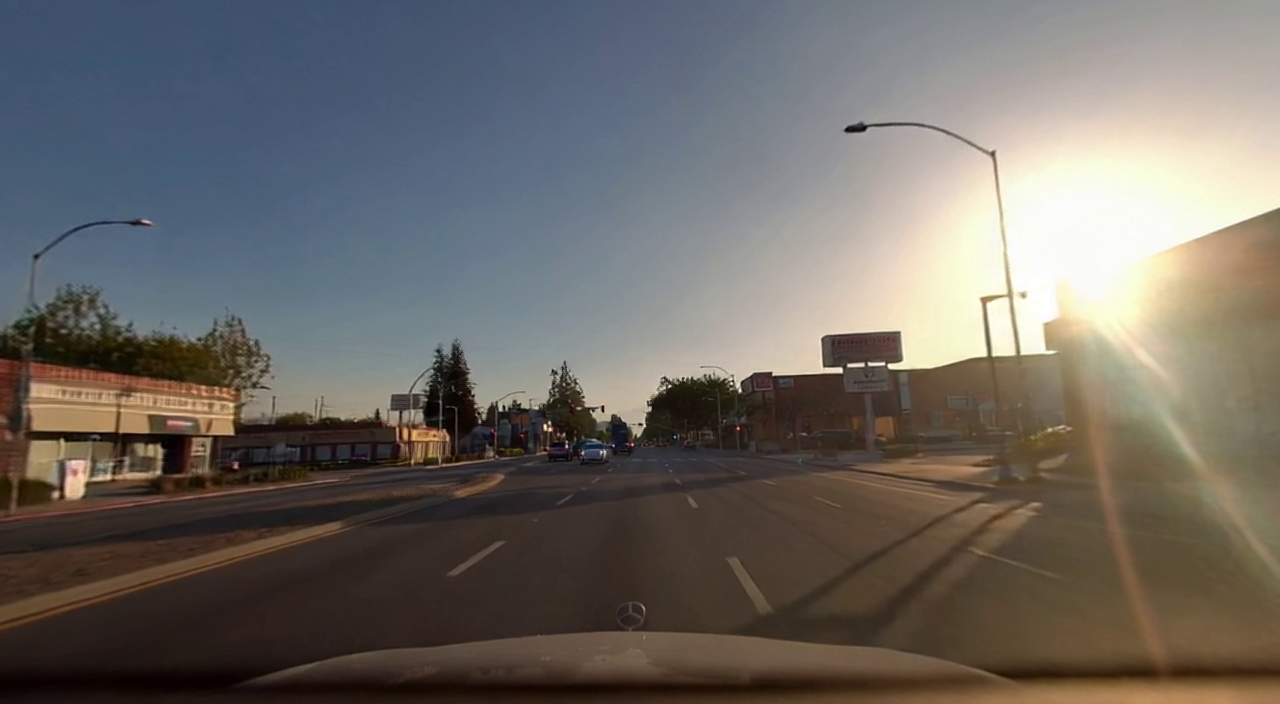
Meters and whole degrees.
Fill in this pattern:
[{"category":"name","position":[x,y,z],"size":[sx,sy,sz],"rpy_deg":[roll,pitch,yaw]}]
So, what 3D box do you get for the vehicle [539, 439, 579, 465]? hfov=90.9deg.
[{"category":"vehicle","position":[-5.730,7.117,45.130],"size":[2.179,1.750,4.621],"rpy_deg":[0,-8,0]}]
